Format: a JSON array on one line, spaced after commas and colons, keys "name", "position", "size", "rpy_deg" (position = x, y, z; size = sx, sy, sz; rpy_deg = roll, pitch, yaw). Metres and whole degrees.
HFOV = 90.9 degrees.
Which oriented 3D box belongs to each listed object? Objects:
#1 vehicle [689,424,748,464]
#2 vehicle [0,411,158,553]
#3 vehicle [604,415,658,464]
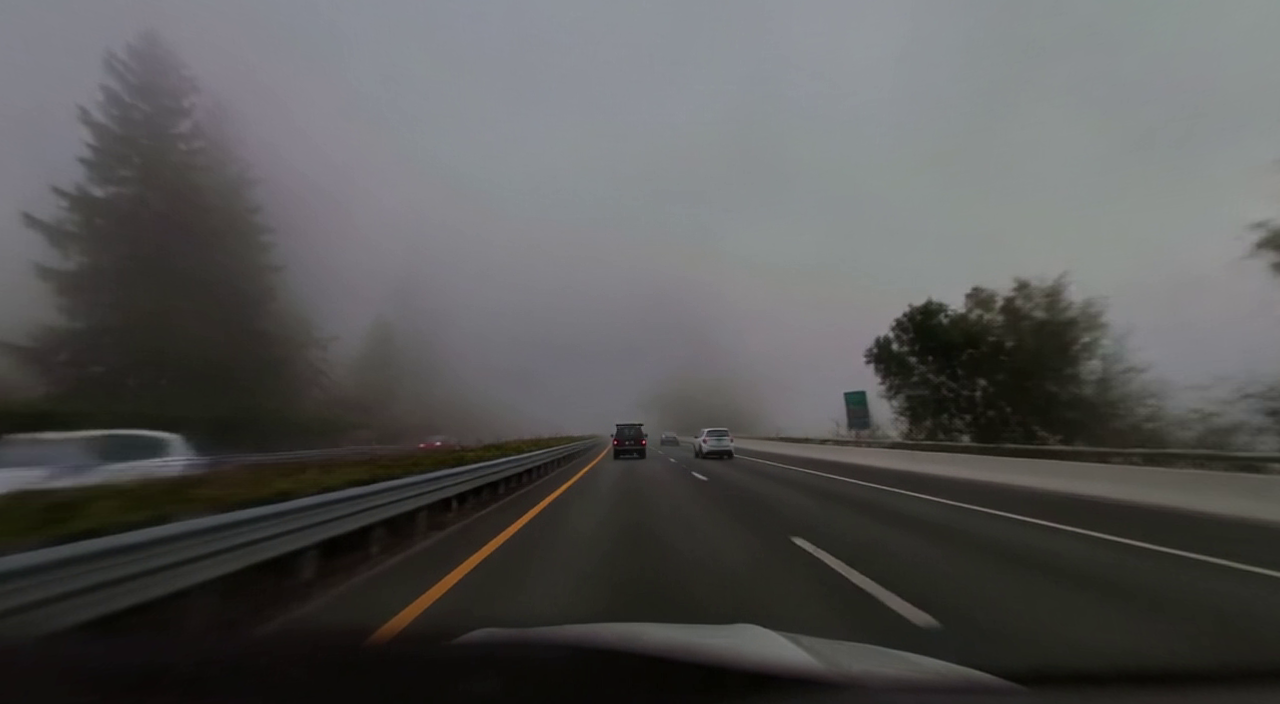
[{"name": "vehicle", "position": [3.388, 4.072, 28.024], "size": [1.981, 1.606, 3.956], "rpy_deg": [0, -8, -2]}, {"name": "vehicle", "position": [-8.800, 1.707, 8.372], "size": [1.811, 1.736, 3.792], "rpy_deg": [-1, -8, -1]}, {"name": "vehicle", "position": [-0.462, 4.026, 29.000], "size": [2.270, 2.044, 4.633], "rpy_deg": [0, -8, -2]}]
